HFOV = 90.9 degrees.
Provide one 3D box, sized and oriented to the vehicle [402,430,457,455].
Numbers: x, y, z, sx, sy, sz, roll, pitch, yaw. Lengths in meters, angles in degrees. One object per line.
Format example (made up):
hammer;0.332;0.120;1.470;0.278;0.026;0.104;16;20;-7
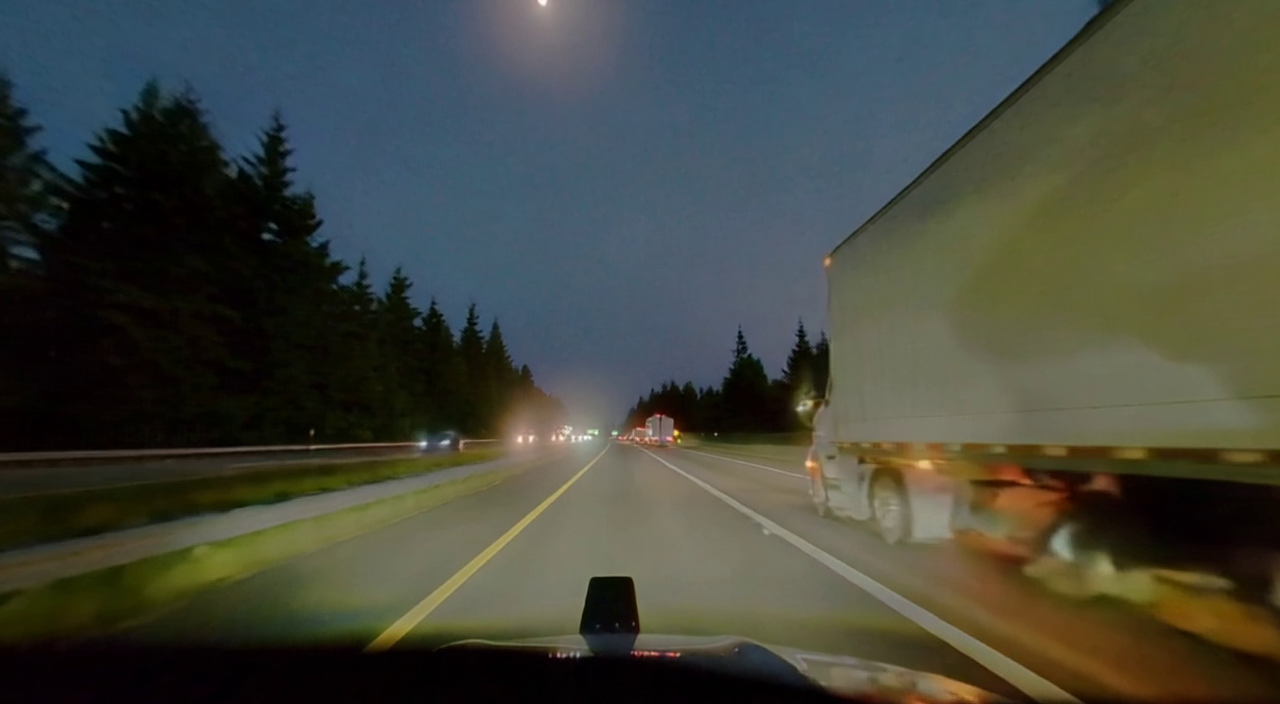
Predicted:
vehicle;-13.408;5.775;40.488;2.009;1.475;4.663;0;-8;-1

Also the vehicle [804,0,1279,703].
vehicle;4.267;0.014;4.704;2.967;3.980;10.471;0;-8;-2
